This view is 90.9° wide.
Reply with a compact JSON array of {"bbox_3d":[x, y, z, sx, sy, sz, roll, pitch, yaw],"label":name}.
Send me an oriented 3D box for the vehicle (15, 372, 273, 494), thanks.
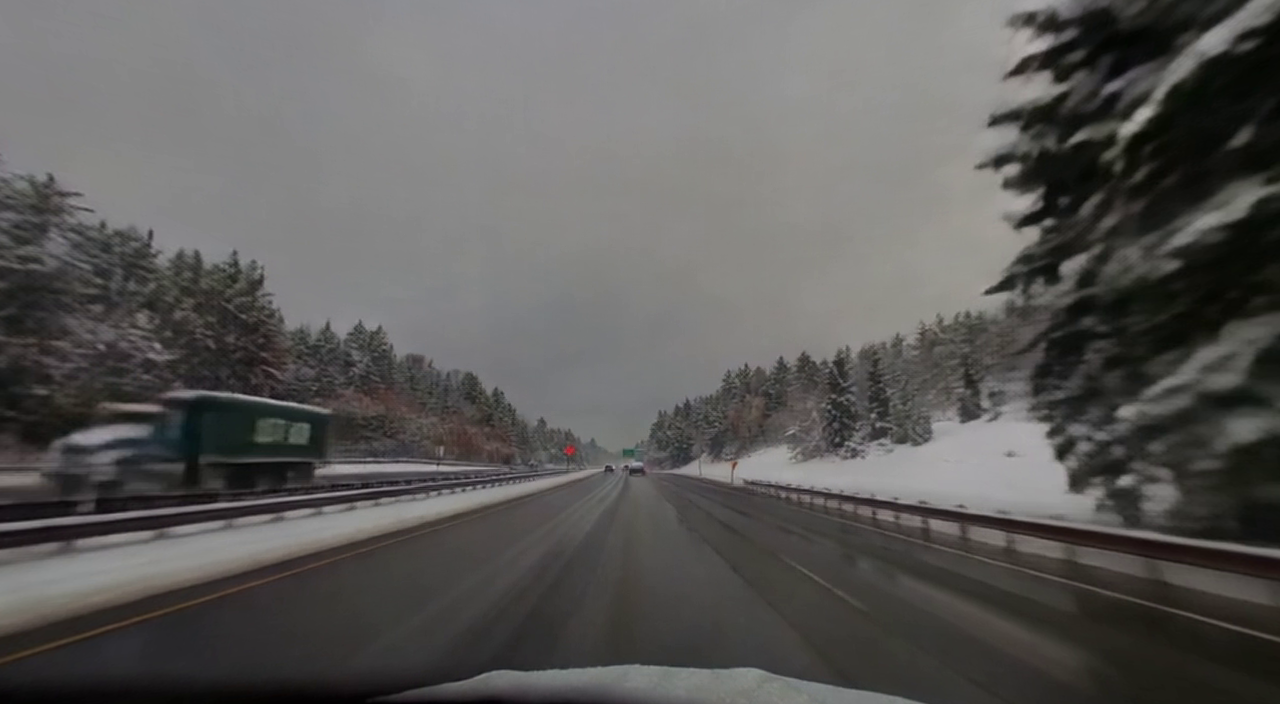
[{"bbox_3d":[-16.275,2.967,21.708,2.653,3.441,7.431,1,-10,0],"label":"vehicle"}]
